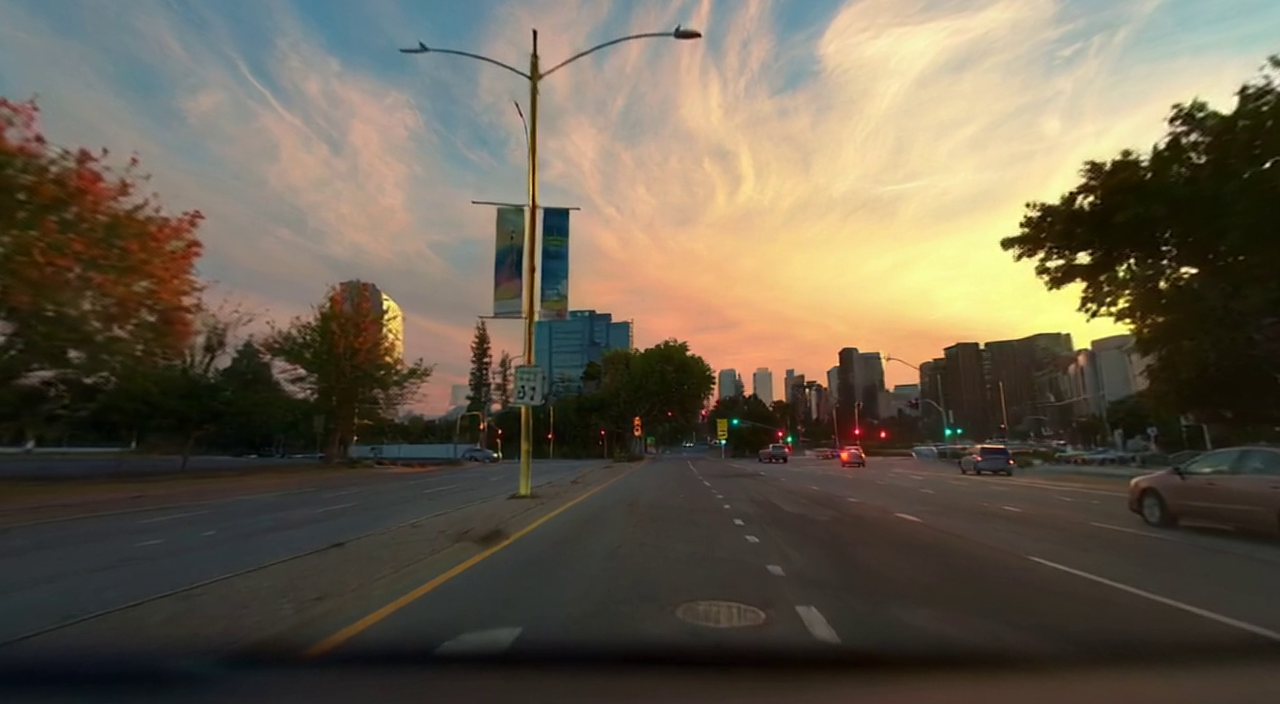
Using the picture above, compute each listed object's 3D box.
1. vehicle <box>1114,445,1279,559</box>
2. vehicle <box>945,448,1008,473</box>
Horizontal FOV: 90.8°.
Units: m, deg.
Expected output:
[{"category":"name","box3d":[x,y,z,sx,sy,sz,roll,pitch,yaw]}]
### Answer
[{"category":"vehicle","box3d":[9.596,2.133,9.294,1.933,1.500,4.458,0,-8,3]},{"category":"vehicle","box3d":[22.056,7.115,41.603,1.896,1.524,4.562,-1,-8,5]}]
